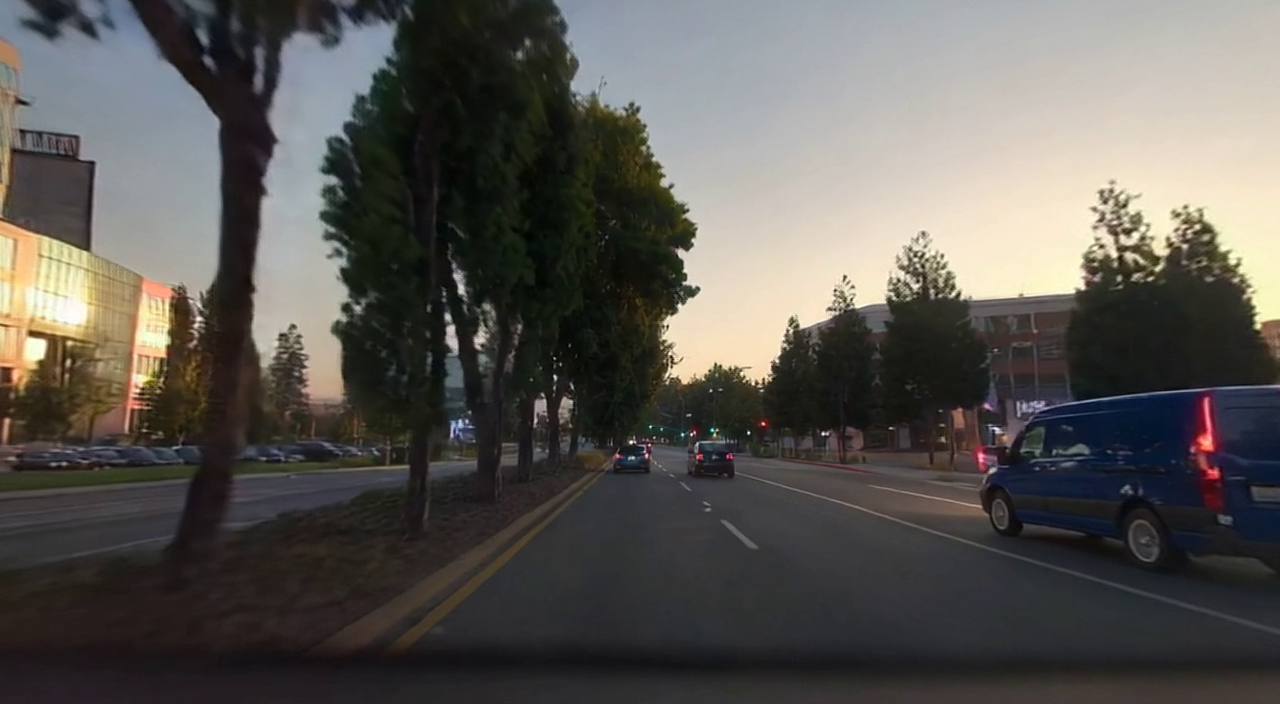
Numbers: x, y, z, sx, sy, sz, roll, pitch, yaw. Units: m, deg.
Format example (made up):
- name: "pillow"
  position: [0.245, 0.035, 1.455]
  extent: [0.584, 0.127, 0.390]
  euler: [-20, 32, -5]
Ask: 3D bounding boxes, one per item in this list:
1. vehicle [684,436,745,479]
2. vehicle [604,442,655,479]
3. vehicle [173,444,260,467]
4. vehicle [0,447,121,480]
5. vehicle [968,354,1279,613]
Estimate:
- name: "vehicle"
  position: [3.113, 4.534, 27.401]
  extent: [2.047, 1.711, 4.265]
  euler: [0, -8, -1]
- name: "vehicle"
  position: [-0.449, 4.714, 27.715]
  extent: [2.095, 1.456, 3.873]
  euler: [0, -8, -1]
- name: "vehicle"
  position: [-29.920, 7.350, 44.714]
  extent: [4.761, 1.522, 1.968]
  euler: [-2, -10, 4]
- name: "vehicle"
  position: [-28.976, 5.531, 31.721]
  extent: [1.877, 1.455, 4.629]
  euler: [-1, -8, 0]
- name: "vehicle"
  position: [6.576, 1.386, 7.247]
  extent: [2.573, 2.127, 5.568]
  euler: [0, -8, 0]
